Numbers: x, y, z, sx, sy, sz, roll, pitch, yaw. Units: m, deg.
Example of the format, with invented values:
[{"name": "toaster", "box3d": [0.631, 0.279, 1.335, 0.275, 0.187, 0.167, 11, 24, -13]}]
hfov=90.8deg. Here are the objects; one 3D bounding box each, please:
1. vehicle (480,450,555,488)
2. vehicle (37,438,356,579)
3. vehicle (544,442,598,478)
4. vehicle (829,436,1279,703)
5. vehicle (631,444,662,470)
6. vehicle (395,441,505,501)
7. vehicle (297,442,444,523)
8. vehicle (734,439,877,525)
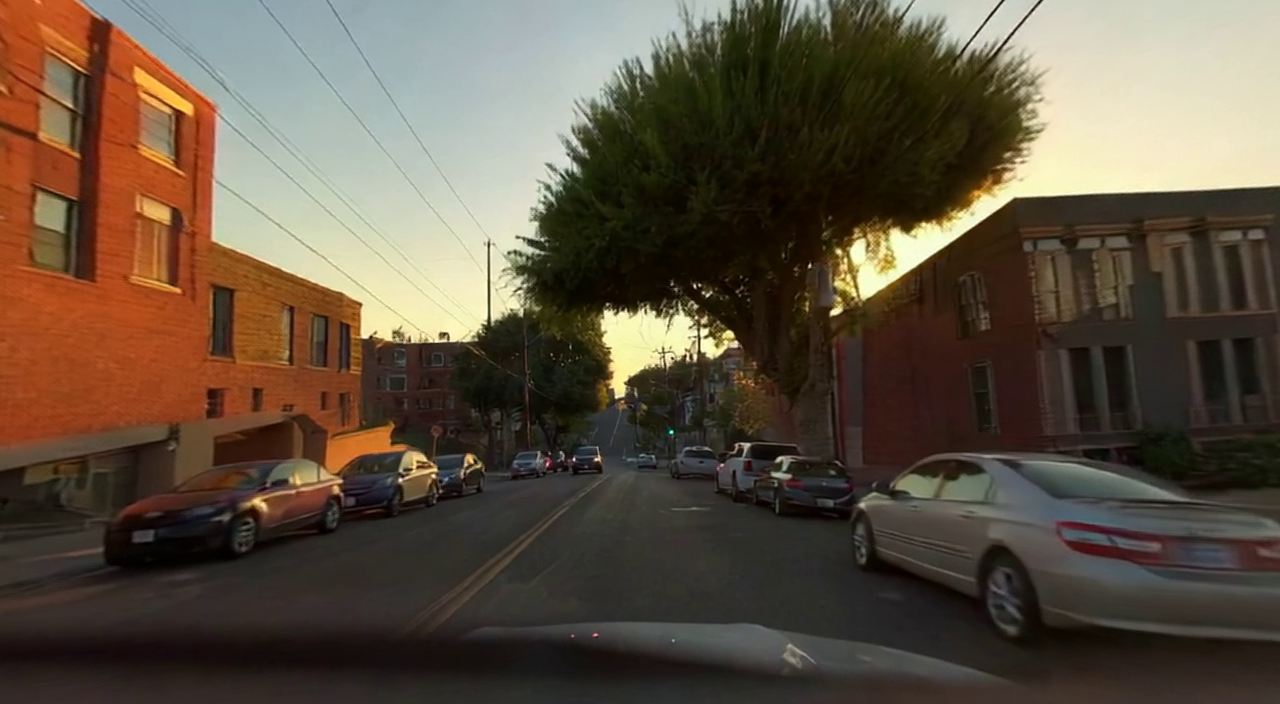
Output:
[{"name": "vehicle", "box3d": [-5.557, 5.152, 28.236, 1.994, 1.510, 4.802, 4, -10, -27]}, {"name": "vehicle", "box3d": [-6.774, 2.370, 10.598, 1.930, 1.756, 4.955, 0, -9, -3]}, {"name": "vehicle", "box3d": [-3.723, 5.939, 34.982, 2.236, 1.834, 4.743, -1, -9, 3]}, {"name": "vehicle", "box3d": [3.305, 1.507, 5.458, 1.885, 1.464, 4.466, 0, -9, -1]}, {"name": "vehicle", "box3d": [0.407, 7.477, 44.991, 2.059, 1.736, 3.994, 0, -9, -1]}, {"name": "vehicle", "box3d": [-6.703, 4.244, 23.177, 2.263, 1.882, 5.706, 0, -9, 0]}, {"name": "vehicle", "box3d": [-6.706, 3.249, 16.343, 1.925, 1.759, 4.396, 0, -9, -1]}, {"name": "vehicle", "box3d": [3.370, 2.732, 13.838, 1.895, 1.553, 4.235, 0, -9, -1]}]
